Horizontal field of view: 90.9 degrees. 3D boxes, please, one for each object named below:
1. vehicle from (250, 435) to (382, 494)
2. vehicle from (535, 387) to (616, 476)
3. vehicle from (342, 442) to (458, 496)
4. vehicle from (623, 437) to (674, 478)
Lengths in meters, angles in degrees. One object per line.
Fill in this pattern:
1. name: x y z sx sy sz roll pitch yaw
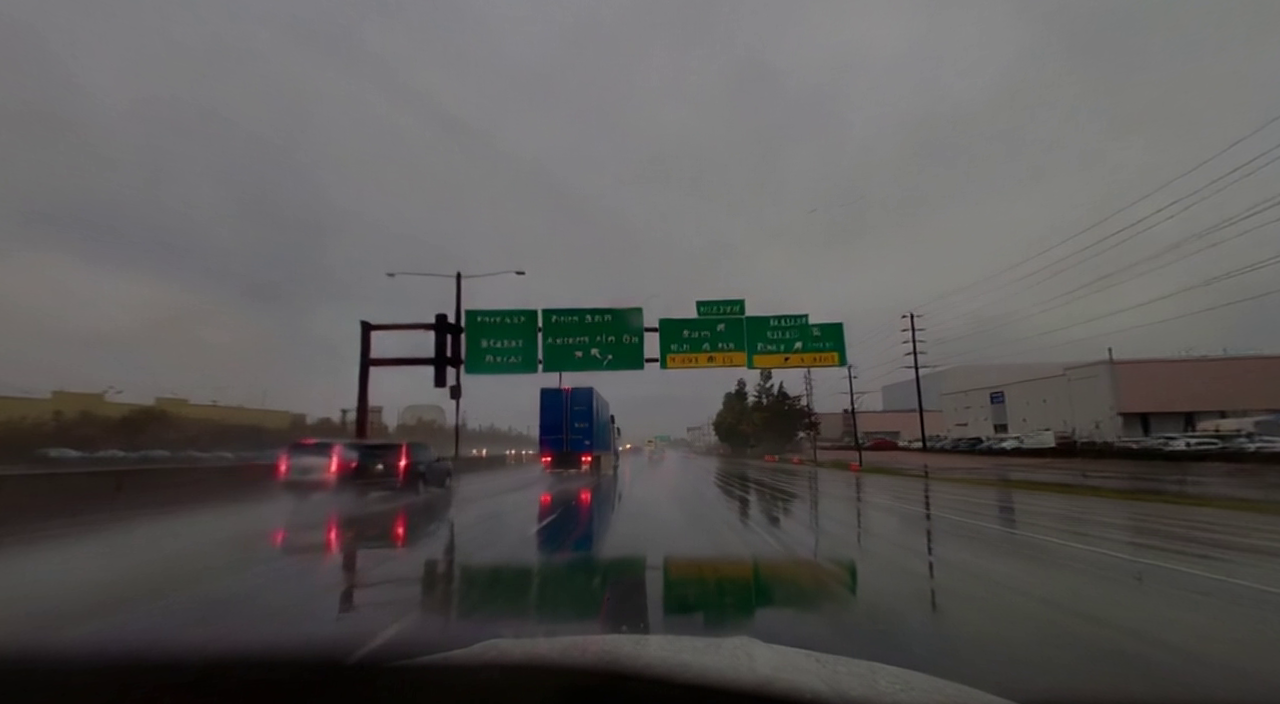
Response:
1. vehicle: -10.427 3.627 20.740 1.997 1.692 4.294 0 -8 1
2. vehicle: -3.465 5.061 38.891 2.888 4.308 16.259 0 -8 1
3. vehicle: -7.357 3.602 19.851 1.945 1.482 4.109 0 -8 2
4. vehicle: 0.386 5.129 30.892 2.279 1.837 4.747 0 -8 0
